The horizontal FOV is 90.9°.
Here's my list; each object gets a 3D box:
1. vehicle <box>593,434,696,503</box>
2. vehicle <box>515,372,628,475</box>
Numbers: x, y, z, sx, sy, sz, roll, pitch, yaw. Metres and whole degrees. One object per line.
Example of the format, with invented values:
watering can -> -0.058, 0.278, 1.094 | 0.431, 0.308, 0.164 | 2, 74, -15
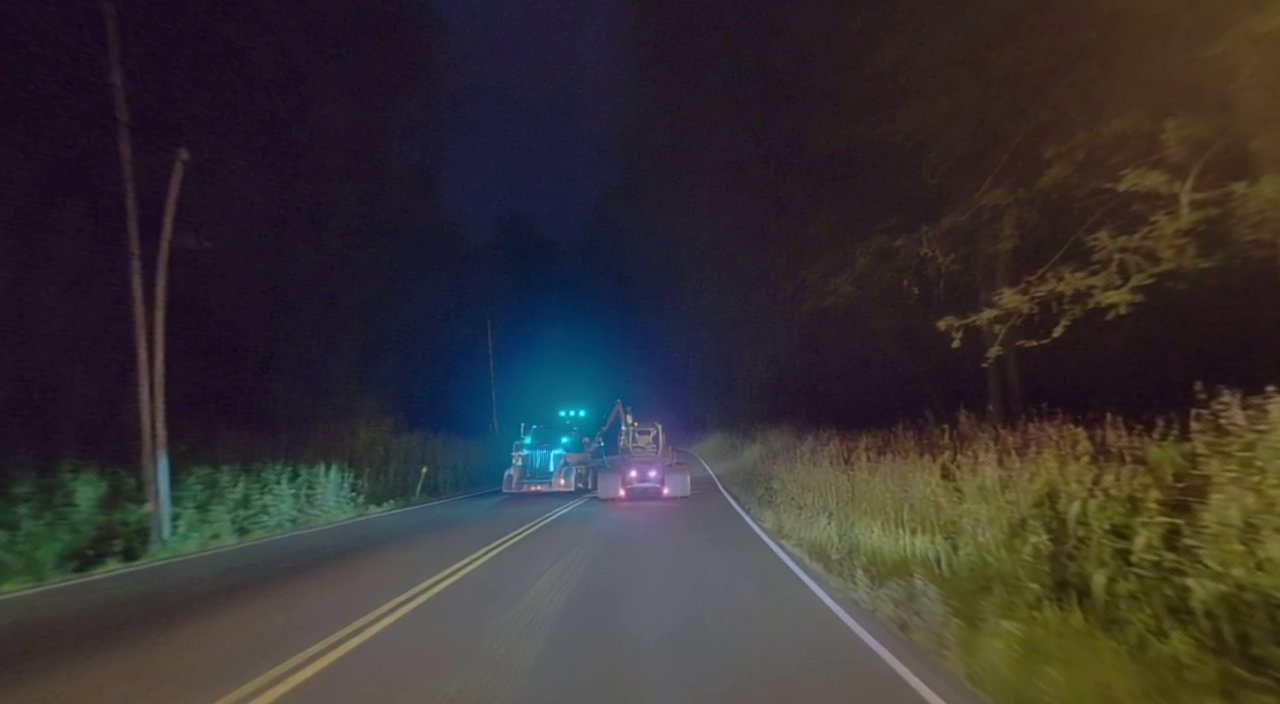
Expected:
vehicle -> 0.162, 2.806, 15.649 | 2.196, 1.465, 4.294 | 0, -8, 2
vehicle -> -3.382, 3.739, 31.432 | 4.788, 4.368, 6.529 | 3, -10, -6
